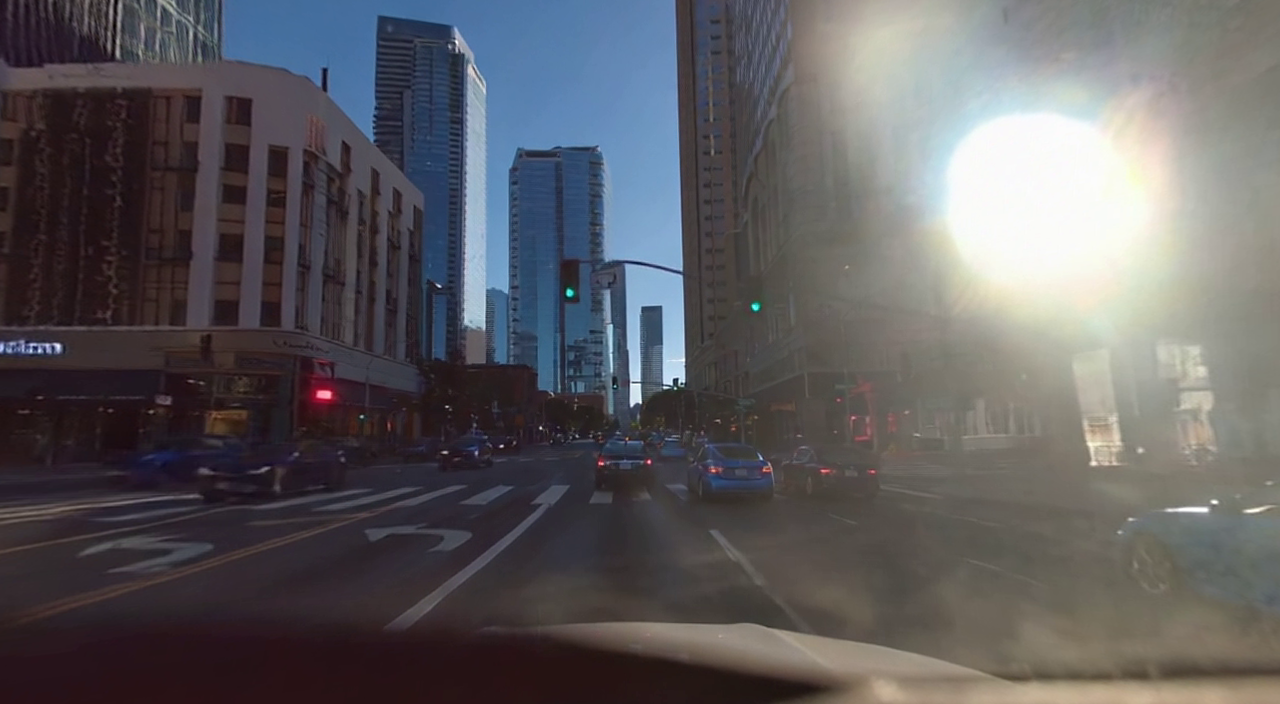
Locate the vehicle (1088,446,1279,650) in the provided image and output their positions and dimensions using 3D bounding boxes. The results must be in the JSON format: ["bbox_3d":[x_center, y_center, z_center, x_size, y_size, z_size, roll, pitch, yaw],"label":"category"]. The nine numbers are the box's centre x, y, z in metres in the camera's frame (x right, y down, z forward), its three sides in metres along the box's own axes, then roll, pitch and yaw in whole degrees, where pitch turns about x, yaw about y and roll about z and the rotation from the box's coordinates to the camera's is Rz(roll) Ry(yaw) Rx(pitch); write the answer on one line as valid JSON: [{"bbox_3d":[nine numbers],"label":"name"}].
[{"bbox_3d":[5.680,1.370,4.203,1.914,1.484,4.639,0,-9,-1],"label":"vehicle"}]

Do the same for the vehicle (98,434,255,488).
[{"bbox_3d":[-15.998,3.765,22.196,2.087,1.676,4.567,0,-9,-1],"label":"vehicle"}]

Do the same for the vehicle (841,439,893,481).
[{"bbox_3d":[10.653,4.991,29.481,2.008,1.794,4.640,-4,-9,21],"label":"vehicle"}]

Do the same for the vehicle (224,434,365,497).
[{"bbox_3d":[-10.077,3.320,18.861,1.879,1.637,4.100,0,-9,0],"label":"vehicle"}]

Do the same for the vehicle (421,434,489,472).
[{"bbox_3d":[-9.625,5.325,33.397,2.142,1.817,4.823,0,-9,0],"label":"vehicle"}]

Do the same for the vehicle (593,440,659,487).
[{"bbox_3d":[-0.472,3.874,22.230,2.096,1.457,4.160,0,-9,-1],"label":"vehicle"}]

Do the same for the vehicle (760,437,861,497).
[{"bbox_3d":[5.513,3.761,21.097,2.015,1.745,4.444,0,-9,-2],"label":"vehicle"}]

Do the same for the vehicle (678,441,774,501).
[{"bbox_3d":[2.303,3.345,18.160,1.987,1.484,4.427,0,-9,-2],"label":"vehicle"}]
